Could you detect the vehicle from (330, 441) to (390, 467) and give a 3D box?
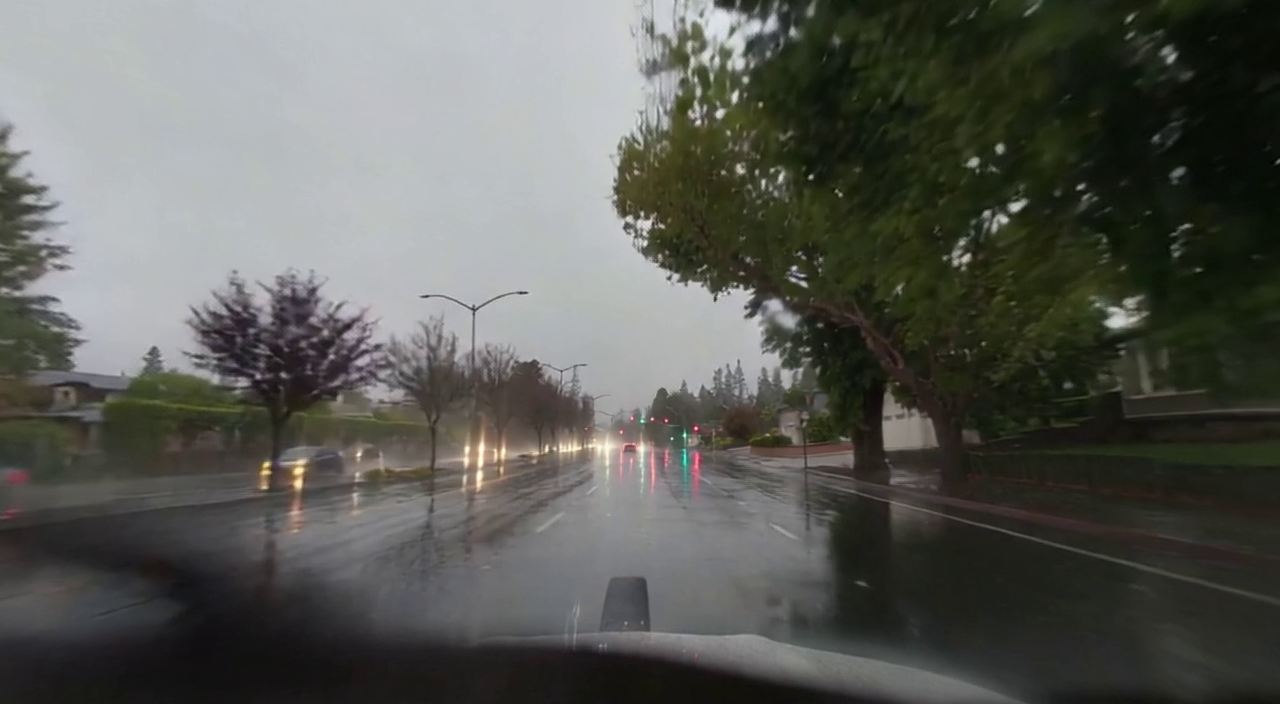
[{"bbox_3d":[-20.085,7.331,45.422,2.103,1.731,4.598,0,-9,1],"label":"vehicle"}]

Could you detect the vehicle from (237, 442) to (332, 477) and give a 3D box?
[{"bbox_3d":[-16.881,5.103,30.235,1.869,1.557,4.424,0,-9,2],"label":"vehicle"}]
